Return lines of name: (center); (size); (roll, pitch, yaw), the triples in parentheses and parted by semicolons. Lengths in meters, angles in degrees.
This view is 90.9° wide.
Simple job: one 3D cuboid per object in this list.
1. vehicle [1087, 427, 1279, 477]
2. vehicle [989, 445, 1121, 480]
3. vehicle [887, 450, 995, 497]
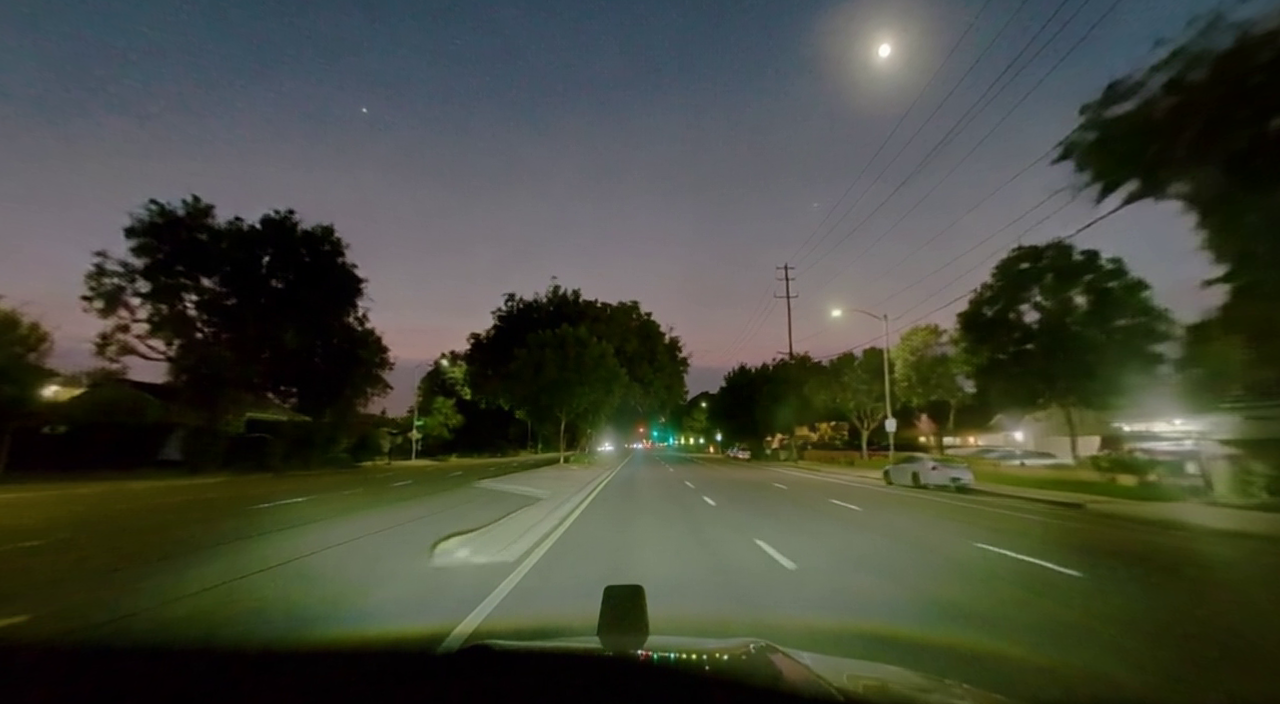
vehicle: (22.802, 4.141, 26.185); (6.075, 1.933, 3.018); (0, -8, 1)
vehicle: (19.930, 5.326, 30.455); (4.897, 1.608, 2.005); (0, -9, 2)
vehicle: (11.522, 4.641, 24.537); (1.929, 1.489, 4.777); (4, -8, 1)
